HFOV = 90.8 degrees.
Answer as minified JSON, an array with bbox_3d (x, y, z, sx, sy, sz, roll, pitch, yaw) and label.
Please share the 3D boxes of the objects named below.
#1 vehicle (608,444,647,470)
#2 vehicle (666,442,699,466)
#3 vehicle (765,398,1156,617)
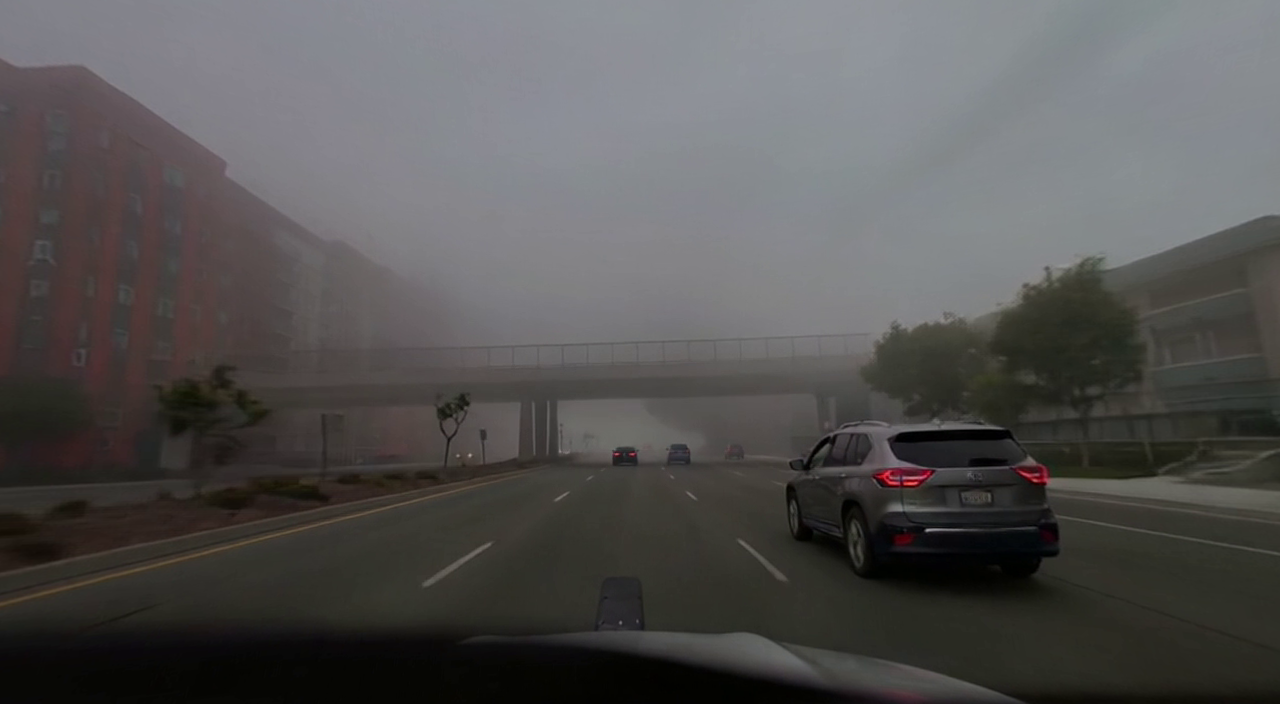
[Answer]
[{"bbox_3d":[-0.683,6.378,38.674,2.173,1.498,4.528,0,-8,1],"label":"vehicle"},{"bbox_3d":[3.158,7.677,47.845,2.165,1.708,3.928,0,-8,-1],"label":"vehicle"},{"bbox_3d":[3.043,1.592,7.475,2.130,1.741,4.665,0,-8,0],"label":"vehicle"}]
